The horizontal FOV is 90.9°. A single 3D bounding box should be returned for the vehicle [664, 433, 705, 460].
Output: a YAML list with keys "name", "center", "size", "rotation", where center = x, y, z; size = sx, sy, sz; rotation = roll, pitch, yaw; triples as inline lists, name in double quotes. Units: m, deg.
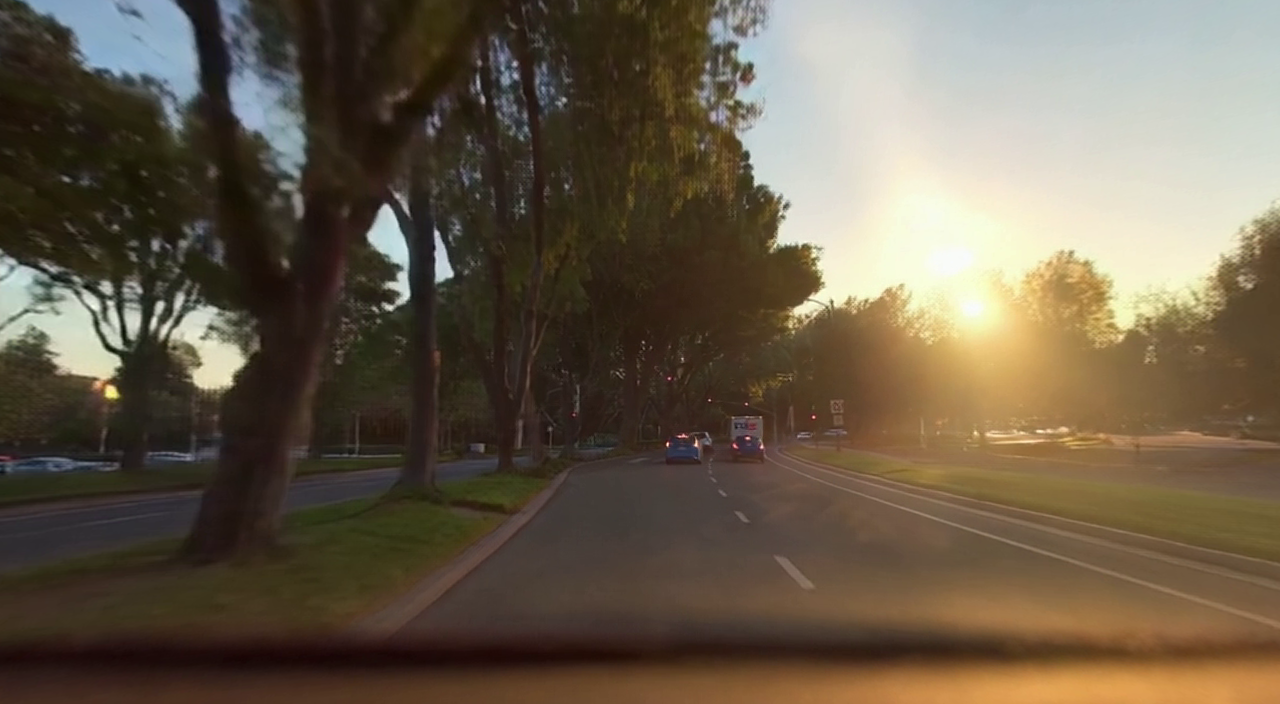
- name: "vehicle"
  center: [2.673, 5.557, 36.997]
  size: [2.066, 1.482, 4.273]
  rotation: [-1, -8, 8]

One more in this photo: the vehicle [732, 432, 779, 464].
- name: "vehicle"
  center: [5.776, 4.893, 32.073]
  size: [1.989, 1.497, 4.436]
  rotation: [-1, -8, 6]
